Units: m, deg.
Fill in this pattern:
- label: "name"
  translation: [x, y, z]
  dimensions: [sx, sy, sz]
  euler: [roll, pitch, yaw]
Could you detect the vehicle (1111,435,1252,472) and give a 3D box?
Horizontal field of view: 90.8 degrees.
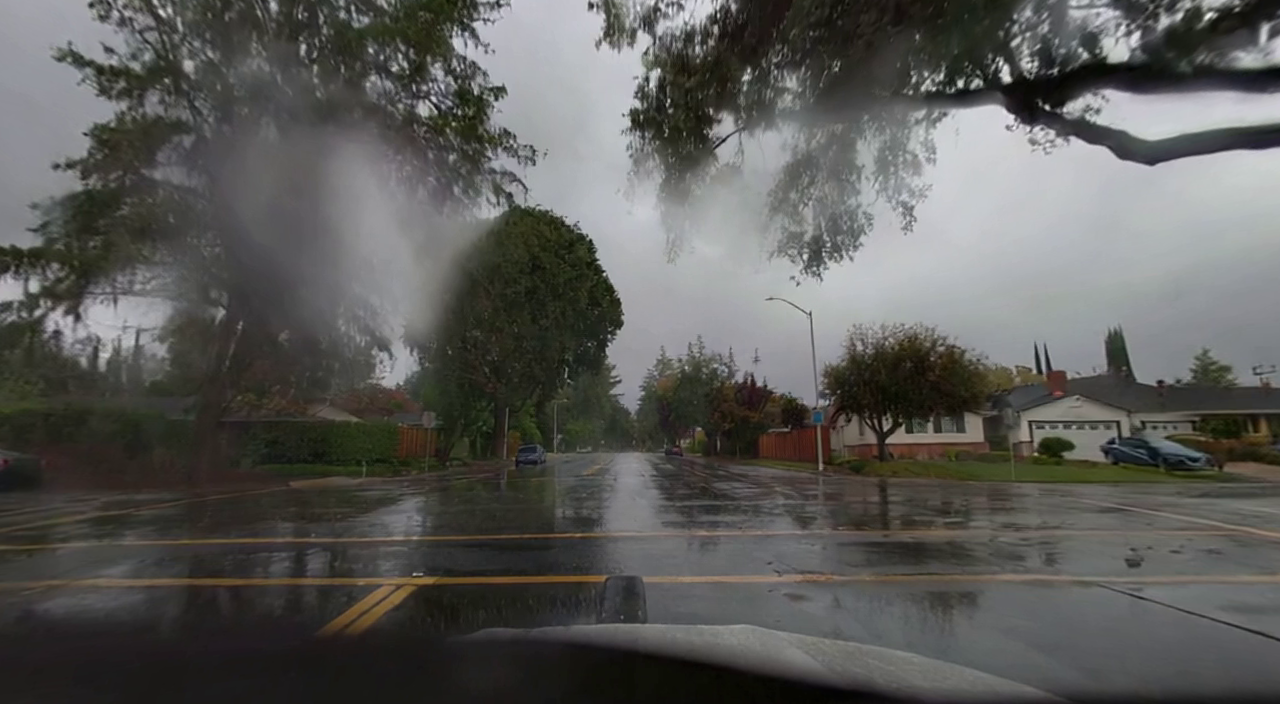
- label: "vehicle"
  translation: [26.323, 4.963, 31.055]
  dimensions: [2.152, 1.606, 5.402]
  euler: [0, -9, 0]
